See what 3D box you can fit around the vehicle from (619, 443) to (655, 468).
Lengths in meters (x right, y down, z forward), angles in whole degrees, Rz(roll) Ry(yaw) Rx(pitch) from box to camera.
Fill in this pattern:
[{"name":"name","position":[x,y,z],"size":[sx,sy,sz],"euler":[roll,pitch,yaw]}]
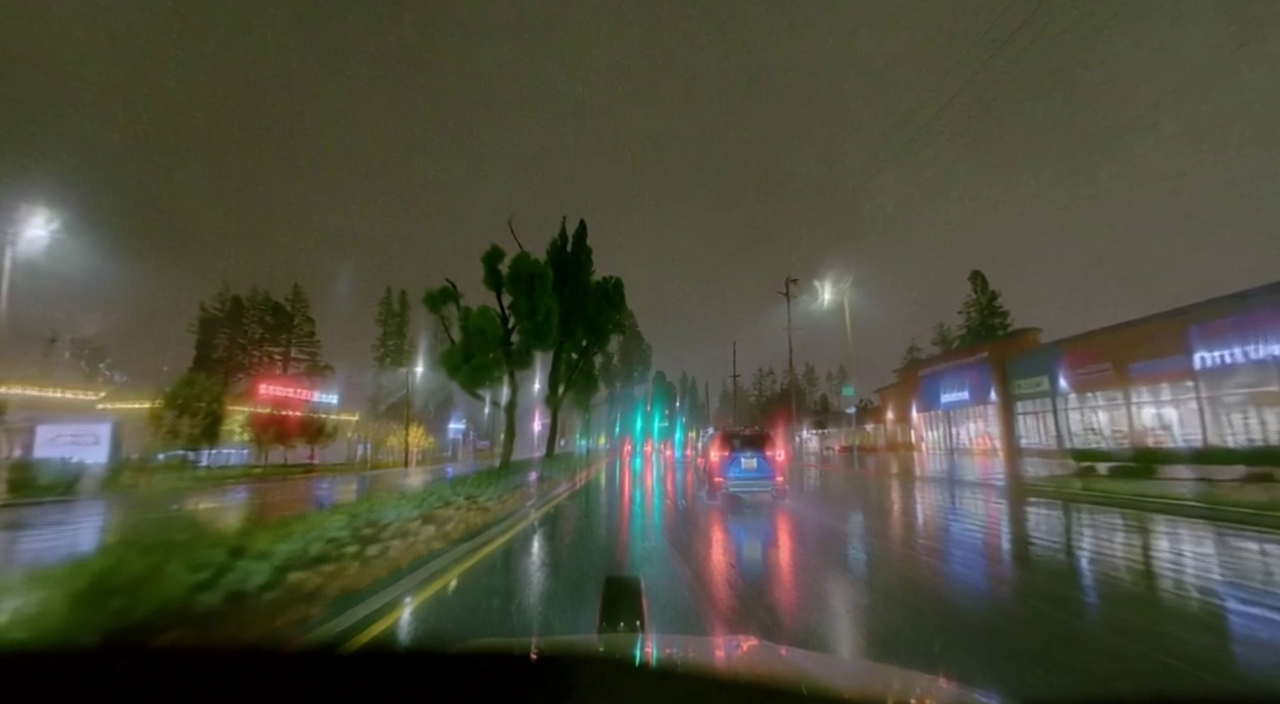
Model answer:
[{"name":"vehicle","position":[-0.204,6.317,38.696],"size":[2.056,1.440,3.798],"euler":[0,-9,-1]}]

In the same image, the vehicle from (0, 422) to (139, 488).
[{"name":"vehicle","position":[-26.965,4.701,28.912],"size":[5.905,2.803,2.261],"euler":[0,-9,-2]}]

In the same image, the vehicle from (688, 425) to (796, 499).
[{"name":"vehicle","position":[2.702,3.074,18.001],"size":[2.140,1.811,4.593],"euler":[0,-9,-2]}]

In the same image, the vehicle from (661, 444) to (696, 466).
[{"name":"vehicle","position":[2.523,6.860,42.250],"size":[1.970,1.402,3.756],"euler":[0,-9,-2]}]
